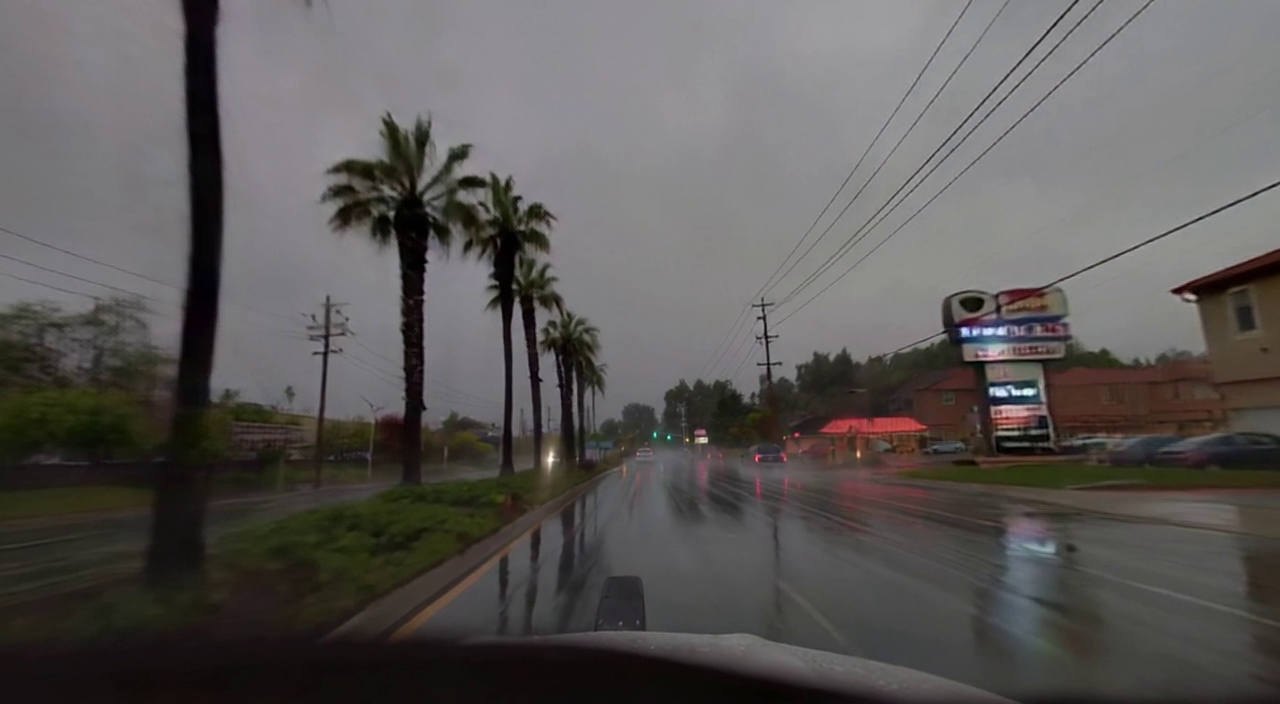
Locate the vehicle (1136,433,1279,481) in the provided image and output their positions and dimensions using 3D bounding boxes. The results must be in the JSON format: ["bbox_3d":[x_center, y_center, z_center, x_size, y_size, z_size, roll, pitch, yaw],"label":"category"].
[{"bbox_3d":[19.979,3.511,21.176,4.728,1.520,2.107,-1,-9,1],"label":"vehicle"}]

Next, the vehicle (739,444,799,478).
[{"bbox_3d":[6.825,5.810,33.811,2.252,1.718,4.617,0,-9,0],"label":"vehicle"}]

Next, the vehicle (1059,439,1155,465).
[{"bbox_3d":[28.323,6.070,38.282,4.191,1.492,1.950,-1,-9,0],"label":"vehicle"}]

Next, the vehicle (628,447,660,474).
[{"bbox_3d":[0.289,7.449,43.469,2.138,1.702,4.168,0,-9,1],"label":"vehicle"}]
